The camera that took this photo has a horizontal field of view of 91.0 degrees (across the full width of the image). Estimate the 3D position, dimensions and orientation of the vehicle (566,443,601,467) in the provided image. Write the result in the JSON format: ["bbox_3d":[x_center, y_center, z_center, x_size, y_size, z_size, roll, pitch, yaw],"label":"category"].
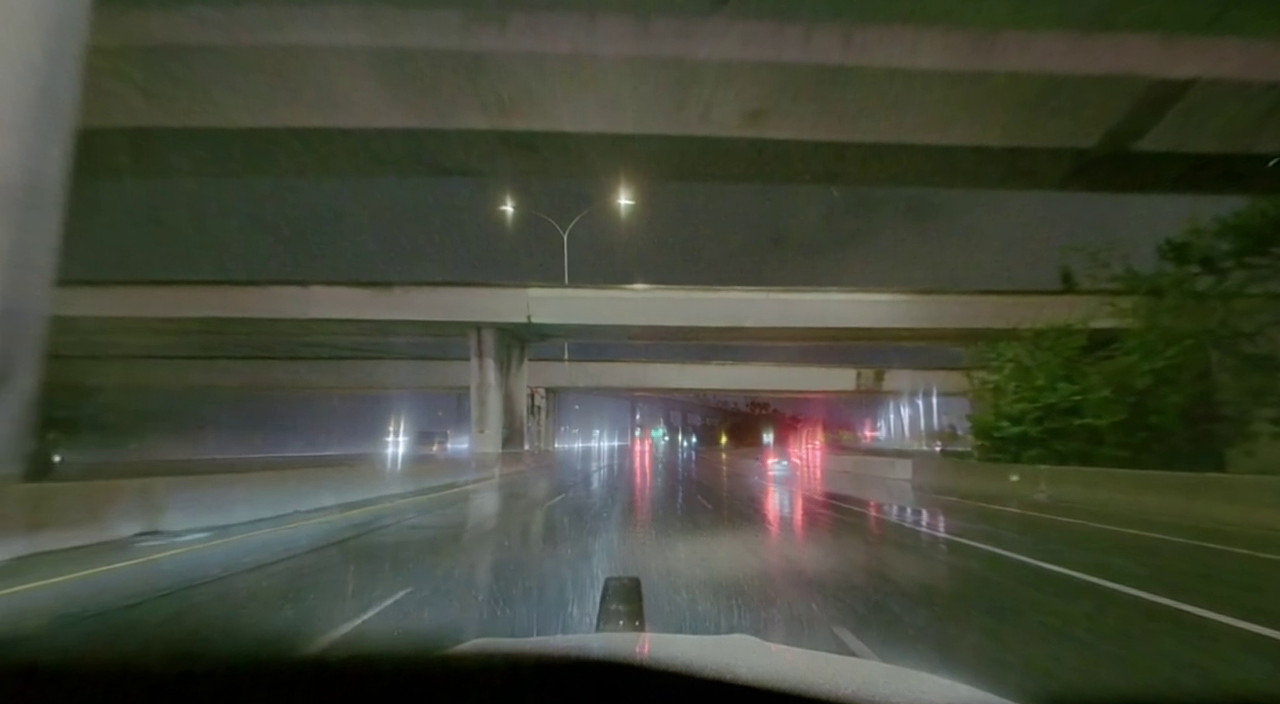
[{"bbox_3d":[-3.820,7.038,43.302,1.954,1.528,4.010,0,-9,1],"label":"vehicle"}]
